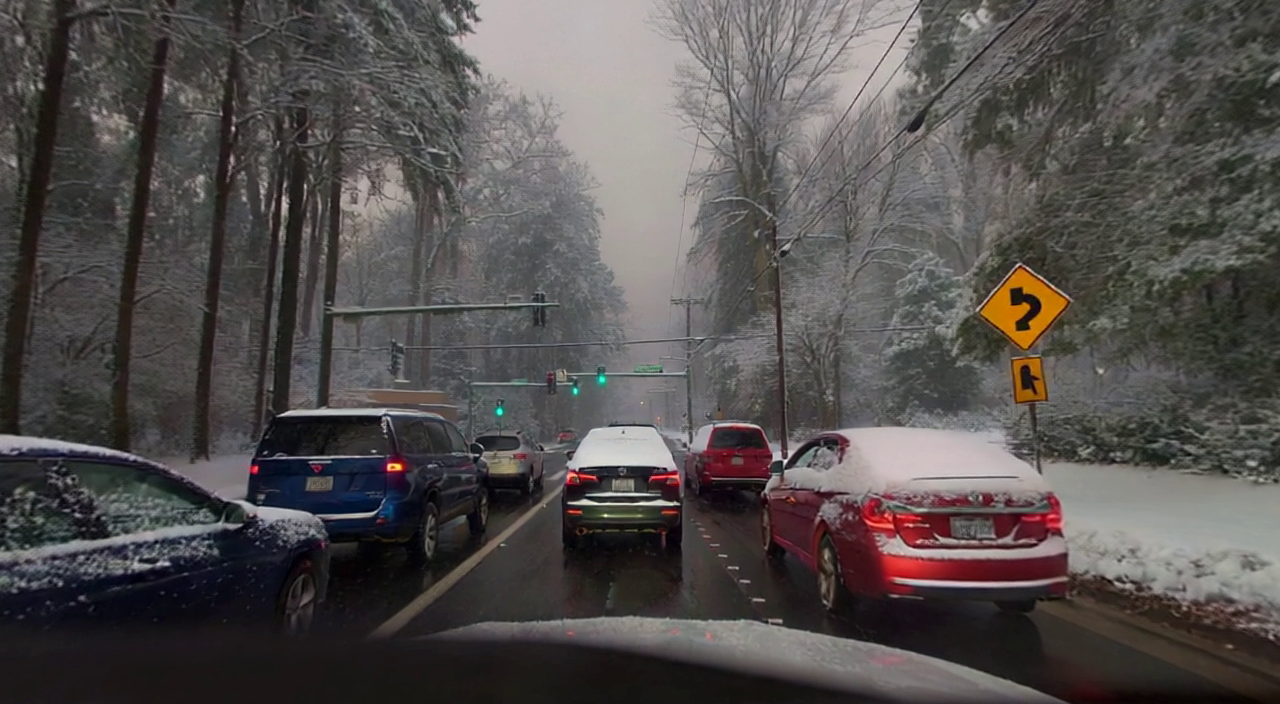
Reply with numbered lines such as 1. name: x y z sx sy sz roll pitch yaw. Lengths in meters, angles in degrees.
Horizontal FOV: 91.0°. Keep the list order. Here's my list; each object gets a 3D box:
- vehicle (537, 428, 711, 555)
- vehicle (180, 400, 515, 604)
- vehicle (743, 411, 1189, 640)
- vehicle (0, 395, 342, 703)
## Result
1. vehicle: -0.243 1.917 9.333 2.025 1.453 3.848 0 -8 -2
2. vehicle: -2.891 1.576 7.451 1.964 1.712 4.097 0 -8 0
3. vehicle: 2.527 1.487 6.527 2.116 1.497 4.652 0 -8 0
4. vehicle: -2.924 0.837 1.613 1.974 1.484 4.716 0 -8 0
